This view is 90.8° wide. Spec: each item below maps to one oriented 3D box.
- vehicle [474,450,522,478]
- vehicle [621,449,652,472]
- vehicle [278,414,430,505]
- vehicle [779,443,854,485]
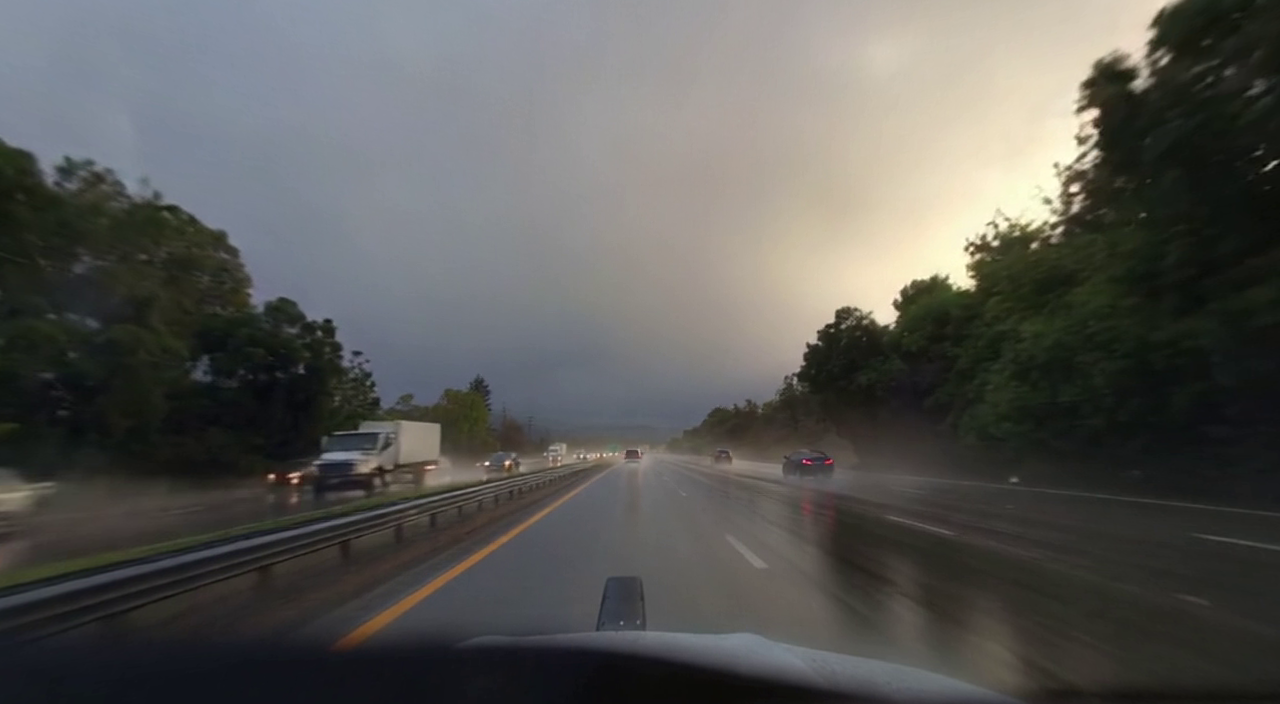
[{"bbox_3d":[-8.826,6.980,39.672,1.997,1.658,4.291,0,-9,0],"label":"vehicle"},{"bbox_3d":[-0.255,7.376,43.042,2.021,1.507,4.272,0,-9,0],"label":"vehicle"},{"bbox_3d":[-8.872,3.415,20.347,2.207,2.457,5.719,0,-9,0],"label":"vehicle"},{"bbox_3d":[7.221,4.620,26.249,1.903,1.566,3.866,0,-9,-1],"label":"vehicle"}]
